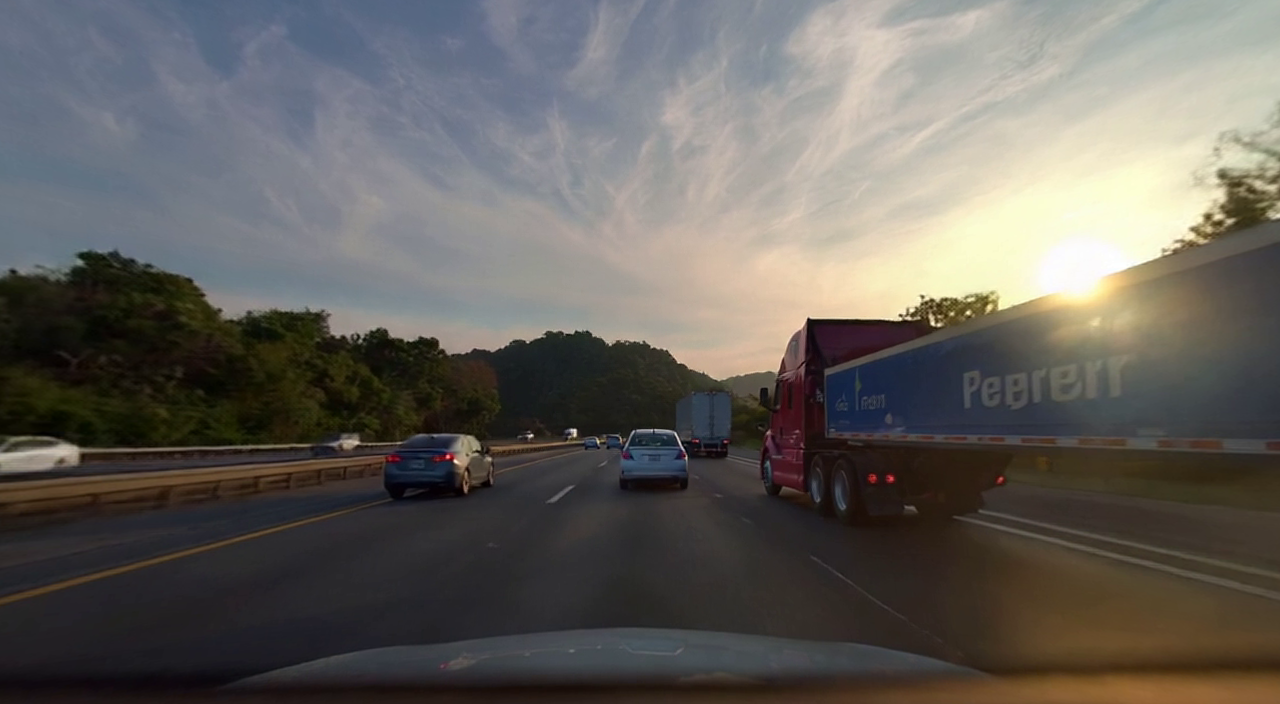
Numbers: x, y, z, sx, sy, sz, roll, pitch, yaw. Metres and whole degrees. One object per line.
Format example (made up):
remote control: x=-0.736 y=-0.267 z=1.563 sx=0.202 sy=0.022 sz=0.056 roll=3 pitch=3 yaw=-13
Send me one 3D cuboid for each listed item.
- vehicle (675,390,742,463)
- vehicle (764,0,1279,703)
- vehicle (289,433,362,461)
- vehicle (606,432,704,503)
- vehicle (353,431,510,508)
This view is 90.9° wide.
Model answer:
vehicle: x=4.212 y=5.092 z=42.130 sx=2.869 sy=4.067 sz=13.731 roll=0 pitch=-8 yaw=0
vehicle: x=4.237 y=0.190 z=6.532 sx=2.816 sy=4.070 sz=14.136 roll=0 pitch=-8 yaw=-1
vehicle: x=-18.035 y=5.424 z=36.374 sx=1.817 sy=1.495 sz=4.331 roll=0 pitch=-8 yaw=2
vehicle: x=0.308 y=2.620 z=14.814 sx=2.021 sy=1.435 sz=3.611 roll=0 pitch=-8 yaw=0
vehicle: x=-4.445 y=2.548 z=14.283 sx=2.048 sy=1.452 sz=4.430 roll=0 pitch=-8 yaw=0
